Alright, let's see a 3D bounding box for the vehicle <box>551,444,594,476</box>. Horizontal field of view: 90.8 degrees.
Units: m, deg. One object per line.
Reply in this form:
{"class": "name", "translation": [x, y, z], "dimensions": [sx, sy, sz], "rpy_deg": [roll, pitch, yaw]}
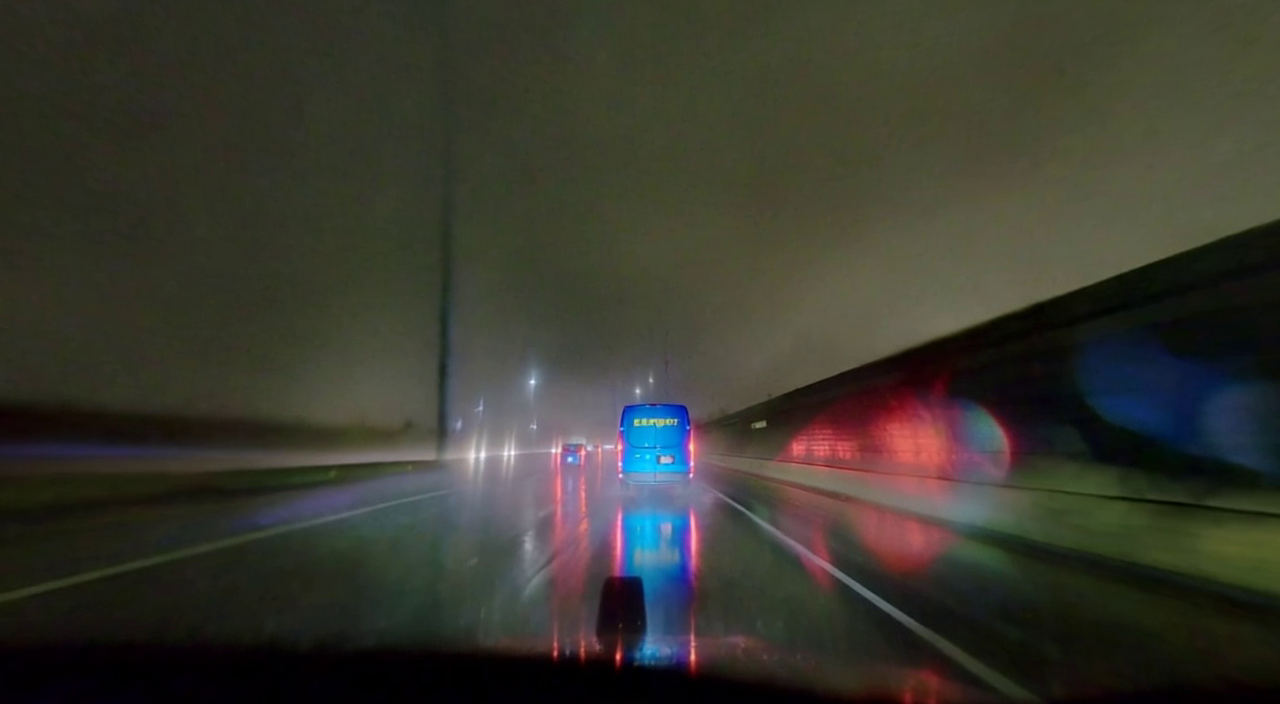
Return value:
{"class": "vehicle", "translation": [-3.330, 5.406, 31.766], "dimensions": [1.788, 1.500, 3.475], "rpy_deg": [0, -9, 0]}

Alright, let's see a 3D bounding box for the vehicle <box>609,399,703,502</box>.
{"class": "vehicle", "translation": [0.321, 2.861, 18.508], "dimensions": [2.332, 2.558, 5.314], "rpy_deg": [0, -9, -2]}
